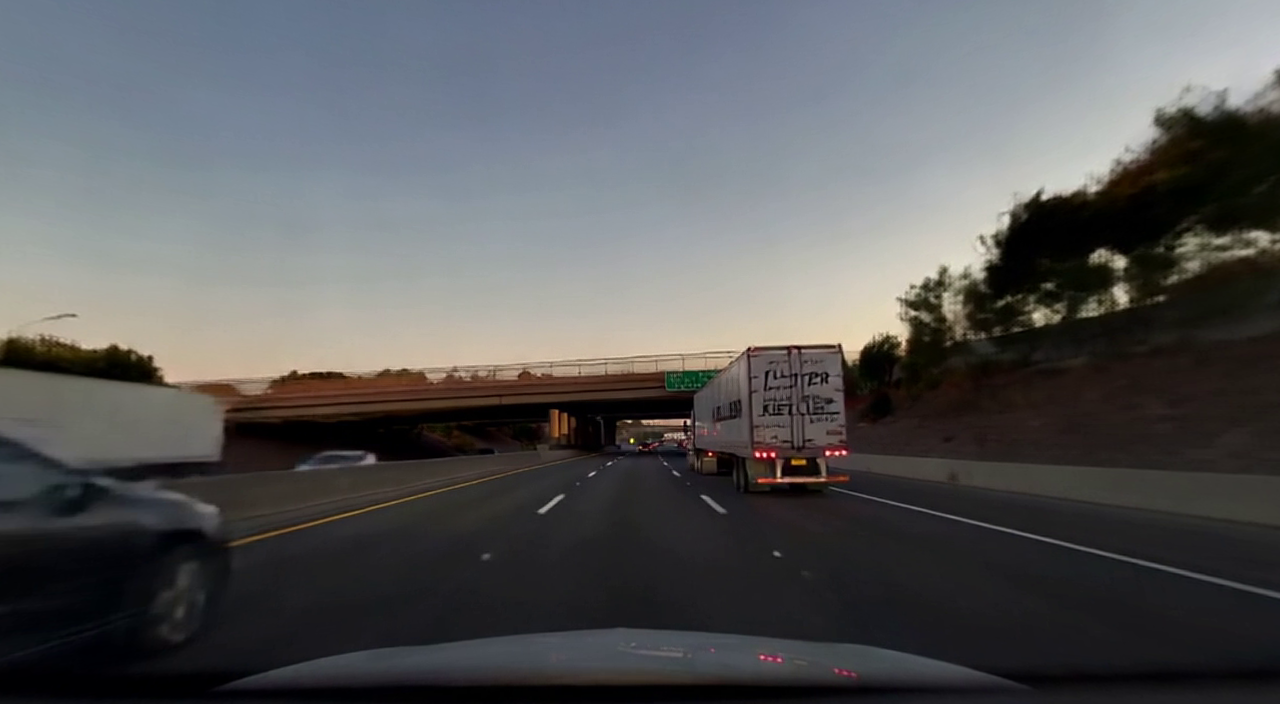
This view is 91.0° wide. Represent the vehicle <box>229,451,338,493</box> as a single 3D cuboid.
[{"bbox_3d":[-15.062,5.055,26.888,2.177,1.567,4.098,-1,-8,1],"label":"vehicle"}]

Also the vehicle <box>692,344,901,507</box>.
[{"bbox_3d":[3.891,2.393,19.628,3.306,3.531,11.717,0,-8,-1],"label":"vehicle"}]

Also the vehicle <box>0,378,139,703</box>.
[{"bbox_3d":[-3.307,0.637,0.421,2.276,1.551,4.484,0,-8,-1],"label":"vehicle"}]
